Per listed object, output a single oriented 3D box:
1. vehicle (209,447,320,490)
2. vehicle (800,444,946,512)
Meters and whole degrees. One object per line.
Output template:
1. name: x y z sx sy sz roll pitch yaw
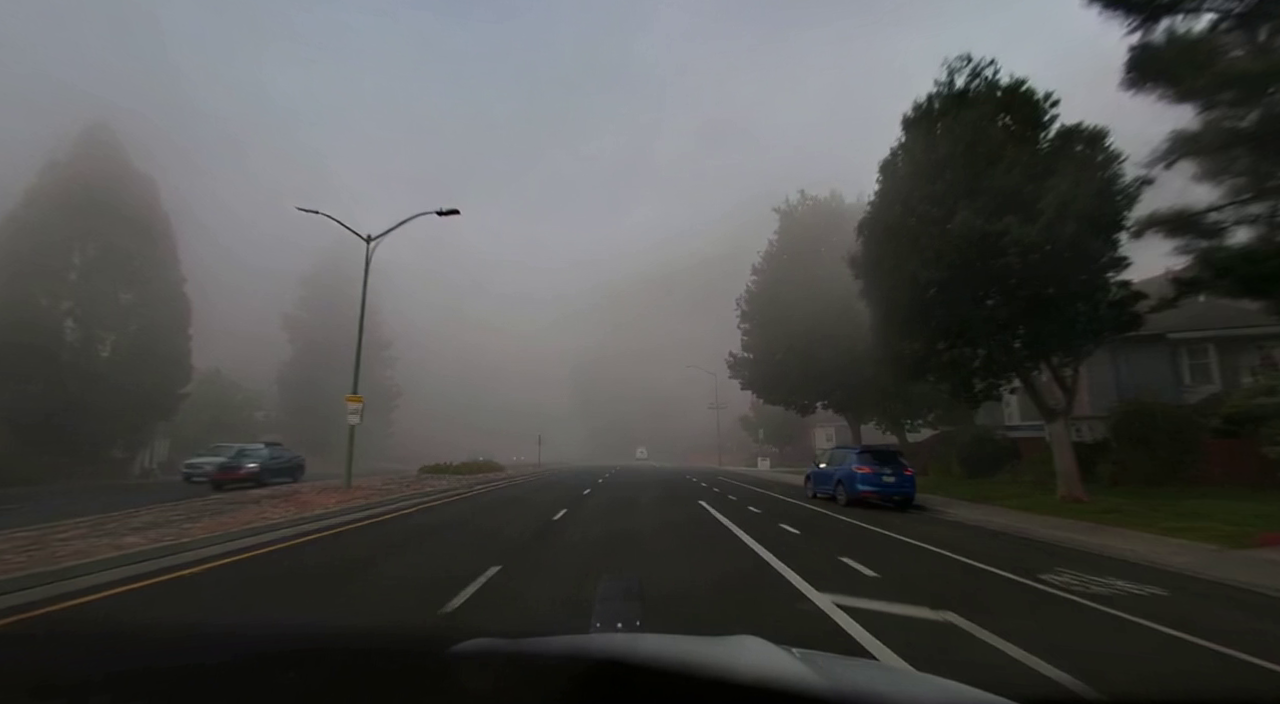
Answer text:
1. vehicle: -16.415 5.066 27.976 2.060 1.721 4.479 0 -9 1
2. vehicle: 5.885 3.214 16.653 2.041 1.519 4.481 0 -9 -1
